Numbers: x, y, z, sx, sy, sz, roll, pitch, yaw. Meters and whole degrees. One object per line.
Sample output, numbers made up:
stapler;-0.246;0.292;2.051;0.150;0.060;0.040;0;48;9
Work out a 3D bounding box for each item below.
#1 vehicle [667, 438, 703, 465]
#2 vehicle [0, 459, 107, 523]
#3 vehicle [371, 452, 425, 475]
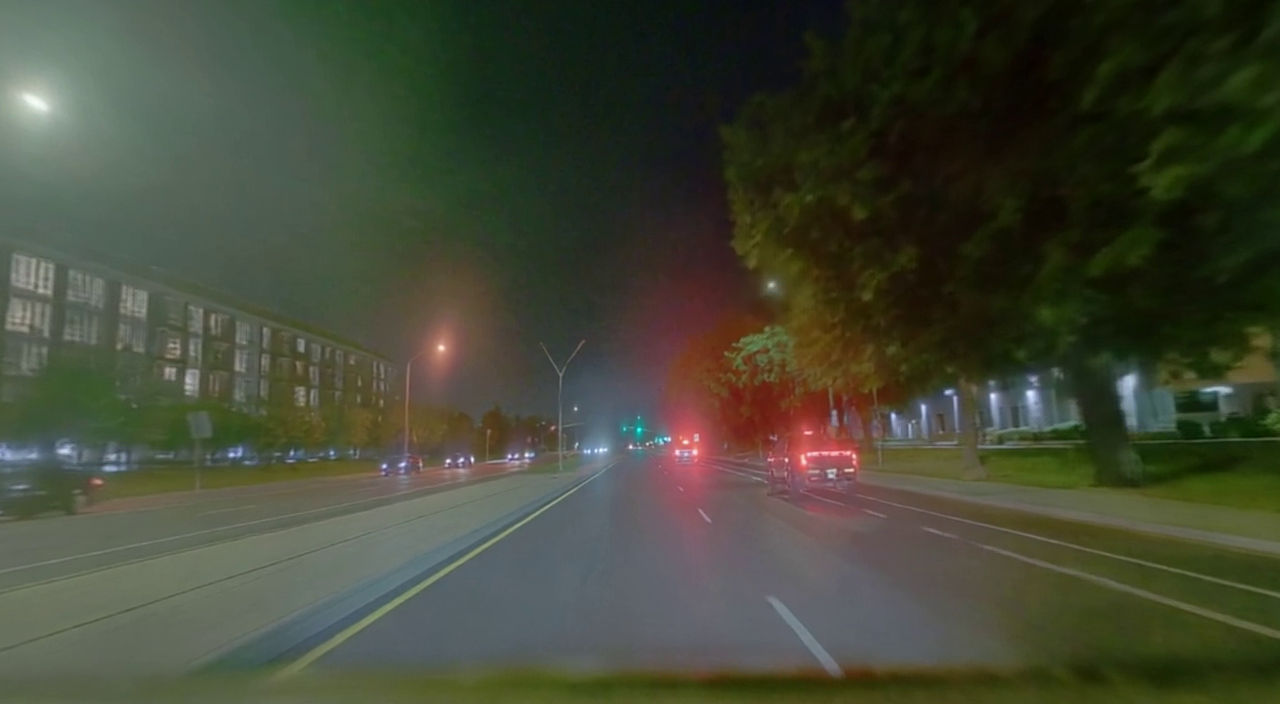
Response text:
vehicle;3.143;7.105;45.364;2.085;1.828;5.383;0;-8;-1
vehicle;-16.971;3.593;16.377;1.973;1.536;4.871;0;-8;1
vehicle;-16.867;7.753;44.304;1.908;1.445;4.730;0;-8;1
